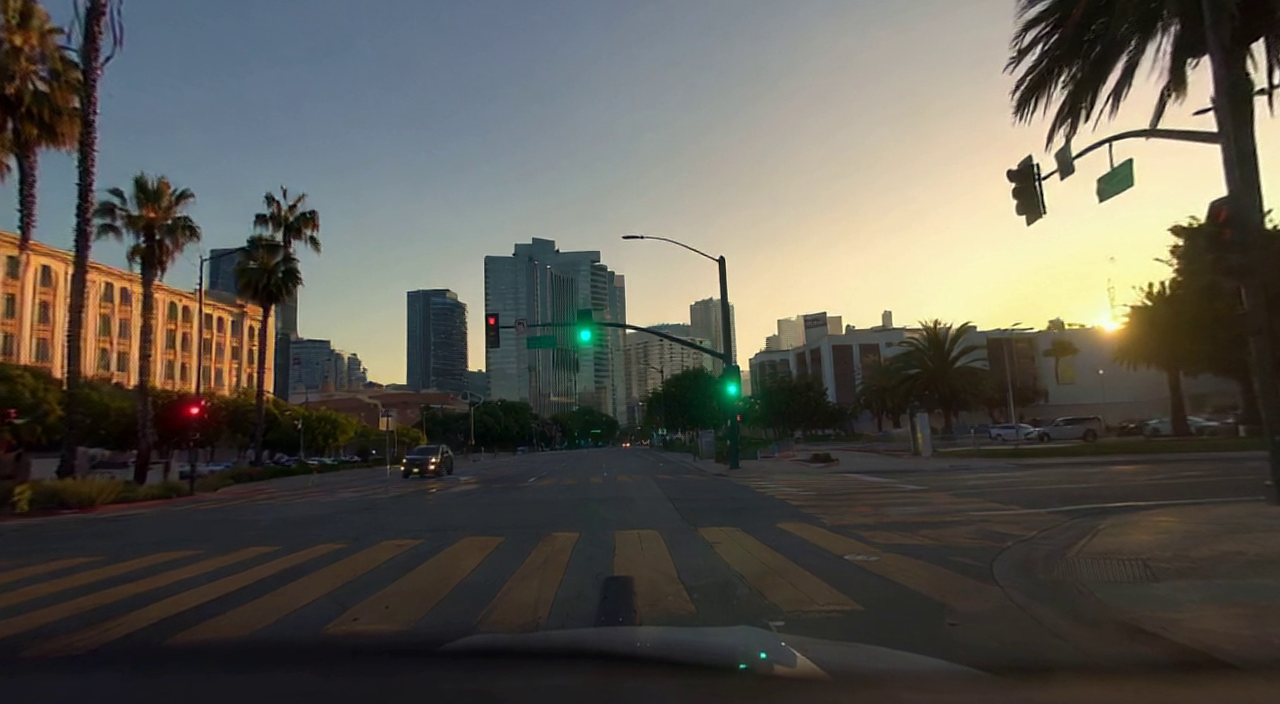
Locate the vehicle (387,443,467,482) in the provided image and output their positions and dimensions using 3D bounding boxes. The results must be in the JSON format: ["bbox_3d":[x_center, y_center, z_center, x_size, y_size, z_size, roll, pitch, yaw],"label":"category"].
[{"bbox_3d":[-10.737,5.594,32.195,2.270,1.833,4.860,0,-9,1],"label":"vehicle"}]
